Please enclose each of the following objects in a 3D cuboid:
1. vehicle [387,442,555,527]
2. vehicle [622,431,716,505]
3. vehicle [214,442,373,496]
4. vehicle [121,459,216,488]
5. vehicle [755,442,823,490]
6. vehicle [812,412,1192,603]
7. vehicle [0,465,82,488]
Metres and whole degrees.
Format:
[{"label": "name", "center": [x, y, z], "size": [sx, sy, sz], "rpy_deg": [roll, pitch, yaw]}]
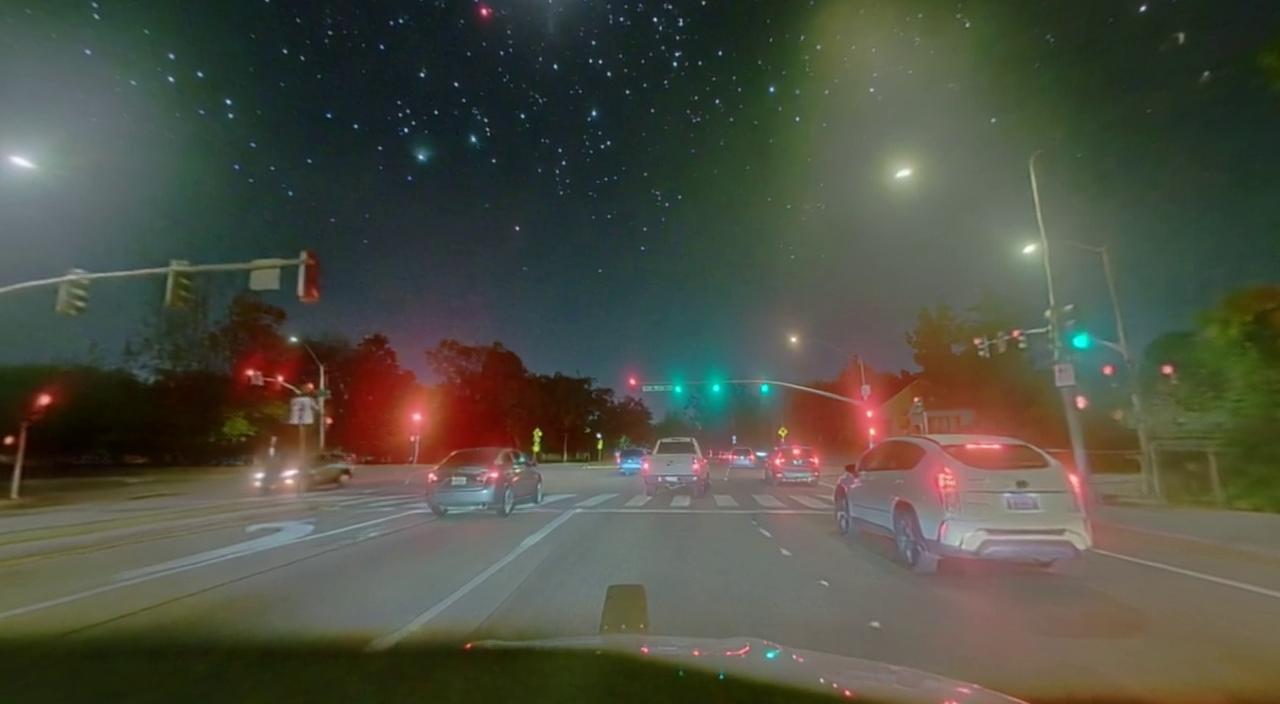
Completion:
[{"label": "vehicle", "center": [-3.293, 2.684, 13.432], "size": [2.006, 1.464, 4.586], "rpy_deg": [-1, -9, 4]}, {"label": "vehicle", "center": [0.893, 3.170, 17.607], "size": [2.250, 1.768, 4.574], "rpy_deg": [-1, -9, 5]}, {"label": "vehicle", "center": [-12.155, 4.109, 22.276], "size": [4.578, 1.759, 1.996], "rpy_deg": [-2, -9, 9]}, {"label": "vehicle", "center": [-29.331, 7.557, 39.249], "size": [4.711, 1.661, 1.990], "rpy_deg": [-2, -9, 11]}, {"label": "vehicle", "center": [5.207, 4.007, 22.415], "size": [1.859, 1.540, 3.454], "rpy_deg": [-1, -9, 6]}, {"label": "vehicle", "center": [3.784, 1.710, 7.879], "size": [2.106, 1.636, 4.655], "rpy_deg": [-1, -9, 2]}, {"label": "vehicle", "center": [-42.288, 8.716, 44.101], "size": [4.634, 1.452, 1.888], "rpy_deg": [0, -9, 0]}]
